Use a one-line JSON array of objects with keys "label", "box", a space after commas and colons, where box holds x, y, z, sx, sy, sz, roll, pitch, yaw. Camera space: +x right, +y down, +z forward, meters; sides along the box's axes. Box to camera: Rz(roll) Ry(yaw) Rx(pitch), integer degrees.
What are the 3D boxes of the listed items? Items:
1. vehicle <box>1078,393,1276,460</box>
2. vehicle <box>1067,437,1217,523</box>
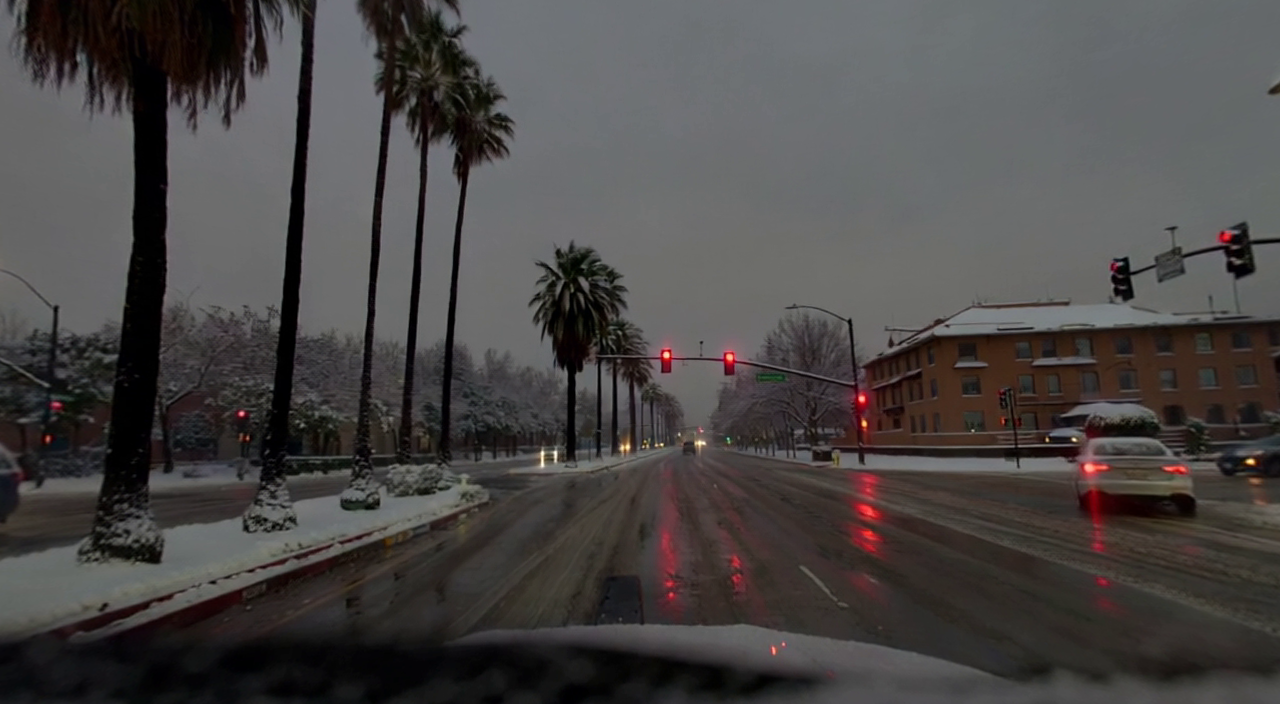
[{"label": "vehicle", "box": [32.628, 4.722, 39.330, 2.863, 3.609, 10.252, 0, -8, -3]}, {"label": "vehicle", "box": [10.450, 2.610, 13.520, 2.003, 1.475, 4.520, -5, -10, 33]}]
